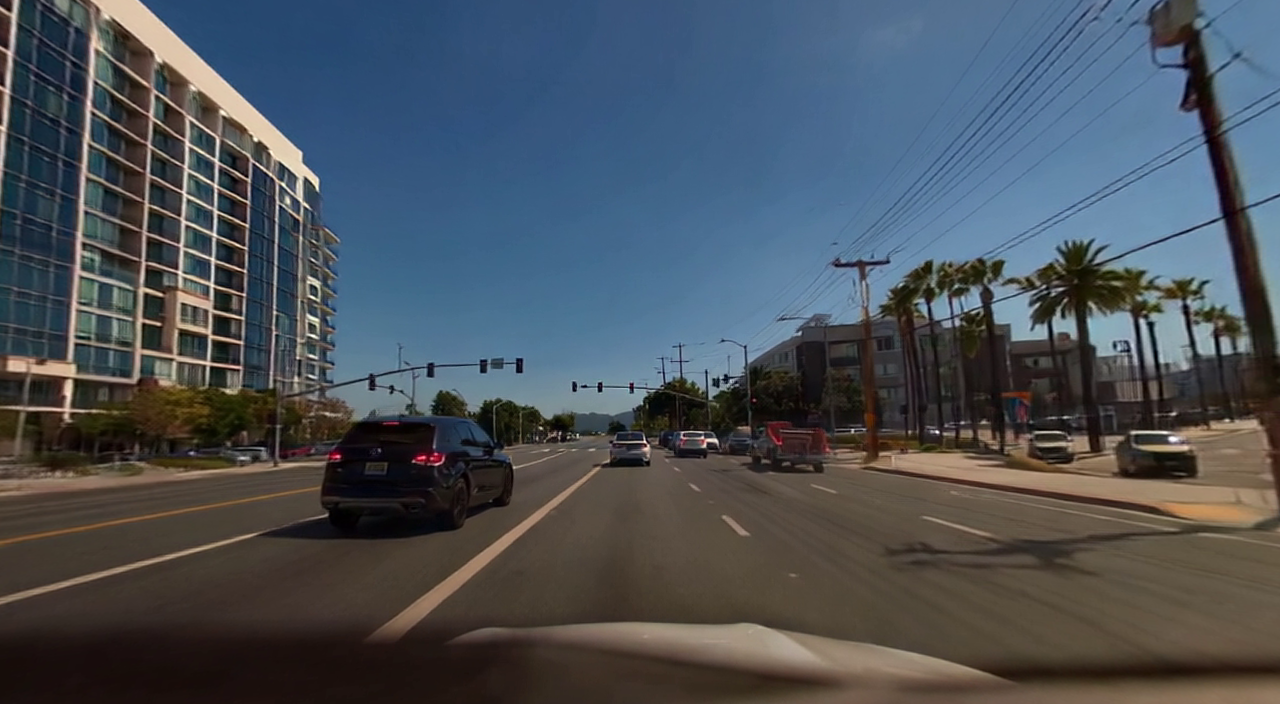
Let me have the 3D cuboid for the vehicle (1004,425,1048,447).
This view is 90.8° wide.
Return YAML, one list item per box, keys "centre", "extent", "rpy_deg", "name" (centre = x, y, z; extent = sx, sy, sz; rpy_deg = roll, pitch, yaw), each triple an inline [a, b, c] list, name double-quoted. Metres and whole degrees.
- centre: [27.946, 6.158, 45.830]
  extent: [2.020, 1.501, 4.732]
  rpy_deg: [-4, -9, 24]
  name: "vehicle"

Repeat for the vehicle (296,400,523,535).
- centre: [-3.462, 1.849, 10.624]
  extent: [2.136, 1.779, 4.417]
  rpy_deg: [0, -8, 0]
  name: "vehicle"

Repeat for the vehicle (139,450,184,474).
- centre: [-32.566, 7.441, 43.059]
  extent: [1.879, 1.448, 4.729]
  rpy_deg: [5, -10, -31]
  name: "vehicle"

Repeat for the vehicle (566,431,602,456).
- centre: [-3.546, 5.891, 40.751]
  extent: [1.973, 1.504, 3.895]
  rpy_deg: [0, -8, 0]
  name: "vehicle"

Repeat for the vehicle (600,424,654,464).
- centre: [-0.589, 4.252, 29.164]
  extent: [2.302, 1.681, 4.217]
  rpy_deg: [0, -8, -1]
  name: "vehicle"

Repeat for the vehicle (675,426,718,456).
- centre: [3.169, 5.123, 36.111]
  extent: [1.975, 1.598, 4.025]
  rpy_deg: [0, -8, -1]
  name: "vehicle"

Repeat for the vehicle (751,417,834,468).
- centre: [6.379, 3.903, 27.140]
  extent: [2.130, 1.979, 5.310]
  rpy_deg: [0, -8, -1]
  name: "vehicle"
